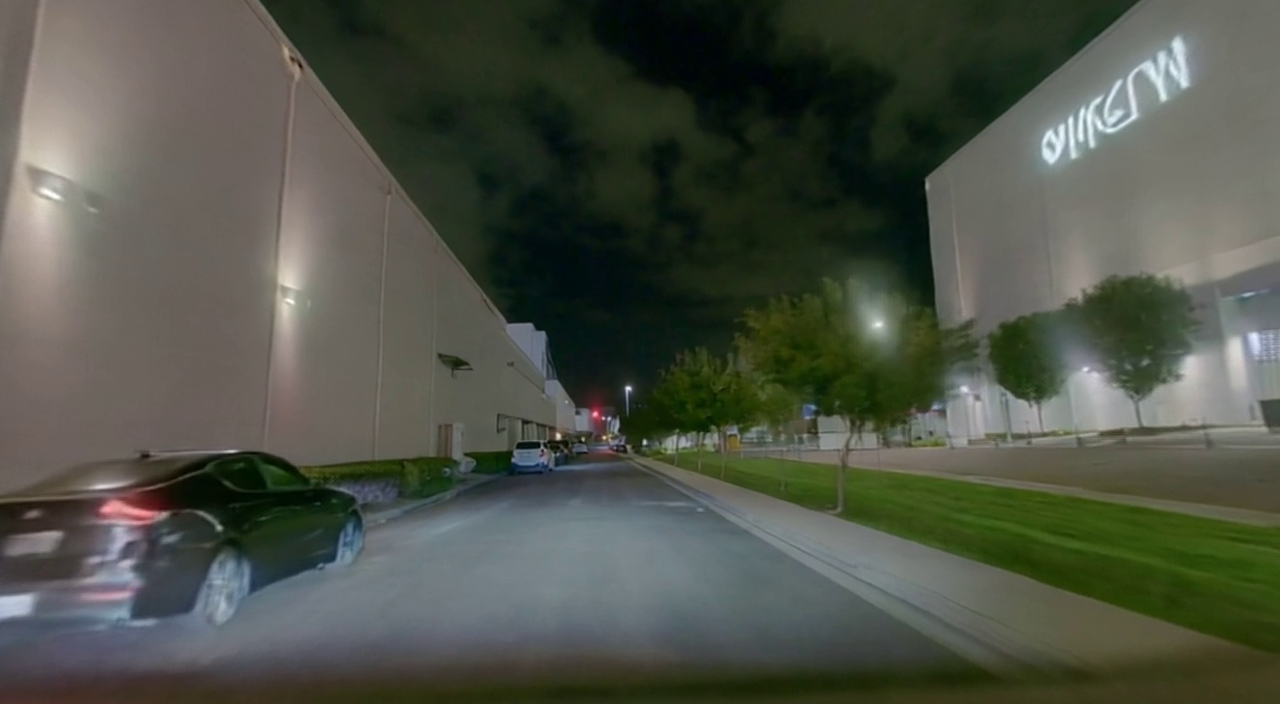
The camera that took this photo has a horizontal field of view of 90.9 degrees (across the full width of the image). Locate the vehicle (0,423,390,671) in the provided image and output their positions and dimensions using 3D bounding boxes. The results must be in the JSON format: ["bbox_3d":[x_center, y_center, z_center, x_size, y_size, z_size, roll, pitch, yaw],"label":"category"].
[{"bbox_3d":[-4.268,1.607,6.420,1.912,1.628,4.233,-1,-8,-3],"label":"vehicle"}]

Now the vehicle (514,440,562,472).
[{"bbox_3d":[-5.600,5.768,35.044,2.040,1.501,4.440,-4,-9,-2],"label":"vehicle"}]
